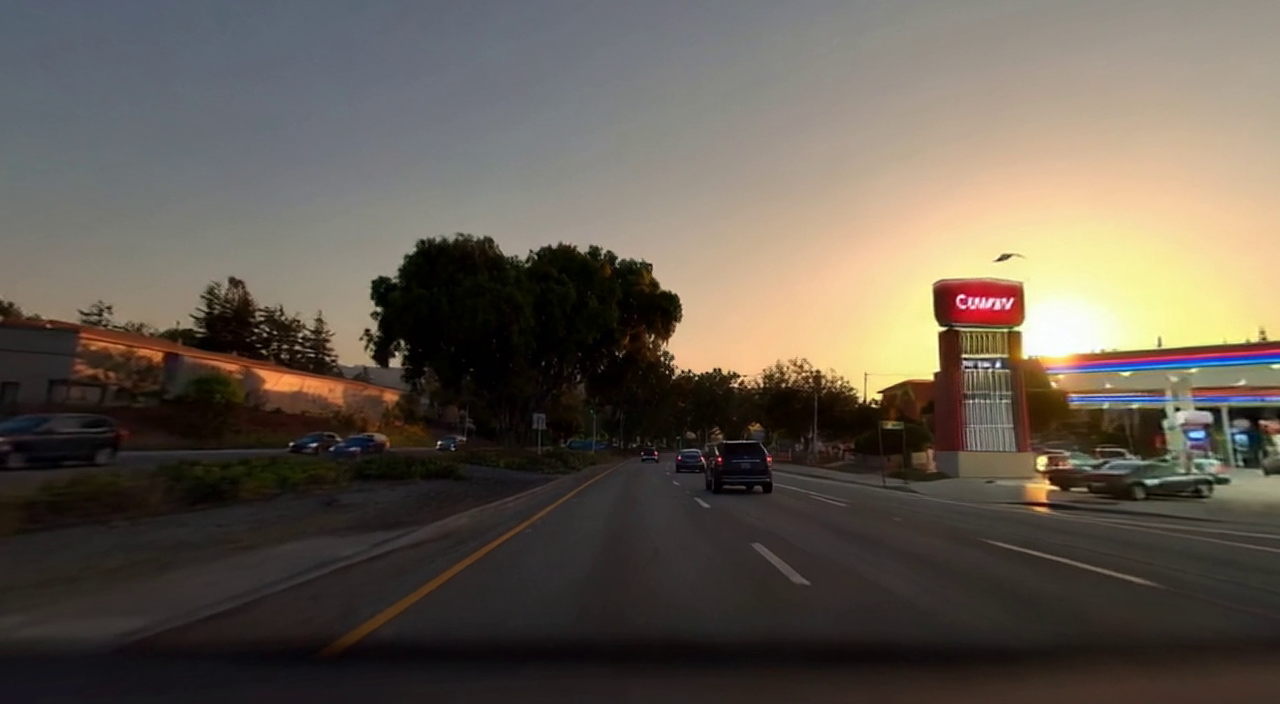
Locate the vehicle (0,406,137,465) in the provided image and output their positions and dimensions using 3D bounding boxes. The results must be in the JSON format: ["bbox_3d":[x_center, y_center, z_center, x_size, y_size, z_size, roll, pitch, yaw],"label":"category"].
[{"bbox_3d":[-20.133,2.825,20.998,2.037,1.761,5.401,0,-8,3],"label":"vehicle"}]

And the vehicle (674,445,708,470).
[{"bbox_3d":[3.506,7.349,44.031,2.012,1.612,4.114,0,-8,0],"label":"vehicle"}]

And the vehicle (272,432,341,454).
[{"bbox_3d":[-22.979,6.314,43.622,2.036,1.459,4.574,-1,-8,4],"label":"vehicle"}]

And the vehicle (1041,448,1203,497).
[{"bbox_3d":[18.017,4.498,23.683,4.587,1.710,1.969,1,-9,-5],"label":"vehicle"}]

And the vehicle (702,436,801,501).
[{"bbox_3d":[3.314,3.563,19.813,2.184,1.777,4.712,0,-8,-1],"label":"vehicle"}]

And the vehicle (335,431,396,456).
[{"bbox_3d":[-19.123,6.397,44.115,1.941,1.629,4.557,-1,-8,4],"label":"vehicle"}]
